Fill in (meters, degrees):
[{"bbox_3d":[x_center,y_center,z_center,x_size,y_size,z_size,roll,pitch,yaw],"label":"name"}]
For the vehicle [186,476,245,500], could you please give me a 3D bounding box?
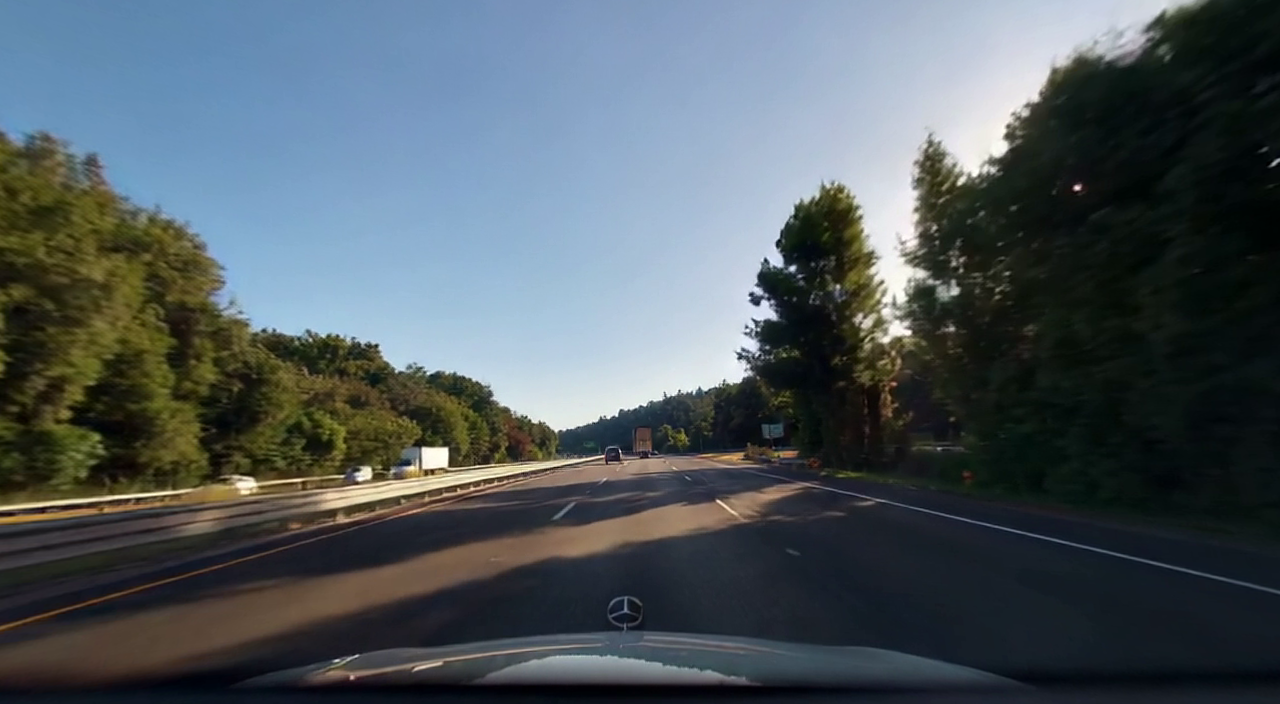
[{"bbox_3d":[-28.163,9.003,41.910,1.480,1.344,3.328,0,-8,2],"label":"vehicle"}]
